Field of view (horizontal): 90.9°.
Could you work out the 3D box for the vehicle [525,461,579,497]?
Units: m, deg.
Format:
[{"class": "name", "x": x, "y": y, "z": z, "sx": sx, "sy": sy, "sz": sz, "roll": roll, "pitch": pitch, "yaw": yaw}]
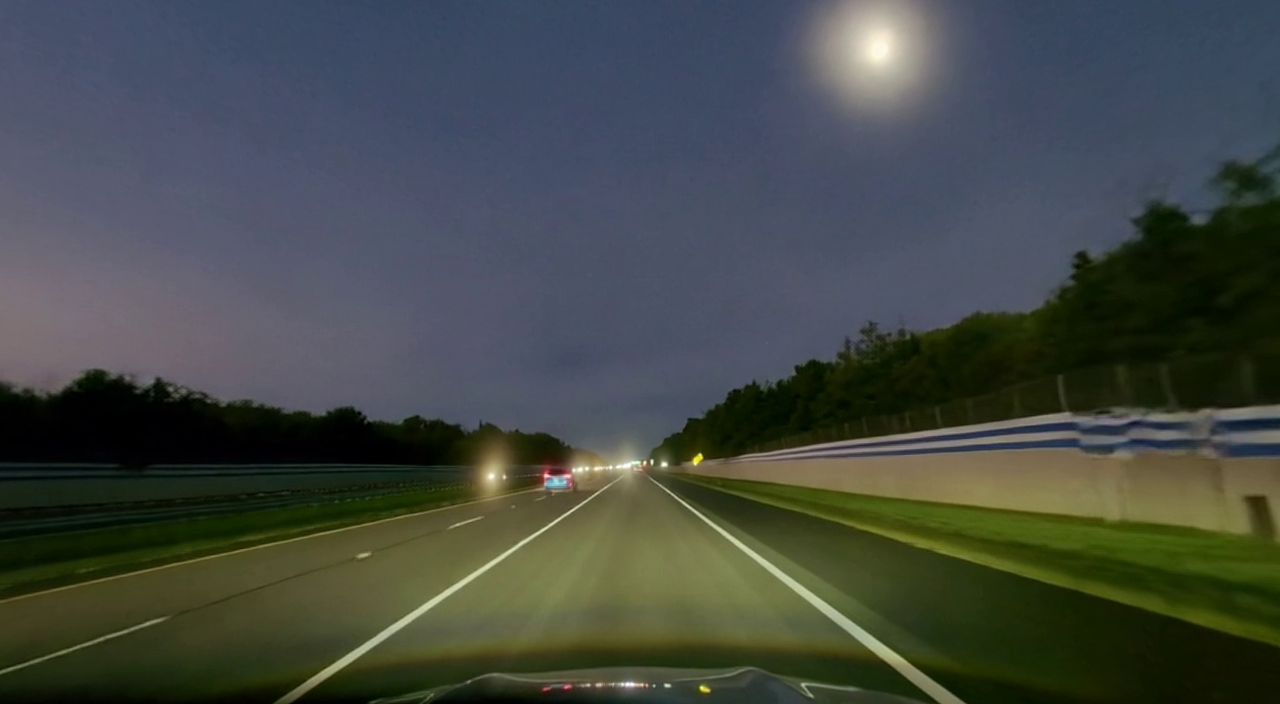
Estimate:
[{"class": "vehicle", "x": -4.040, "y": 5.952, "z": 29.641, "sx": 1.985, "sy": 1.515, "sz": 3.839, "roll": 0, "pitch": -10, "yaw": 0}]
